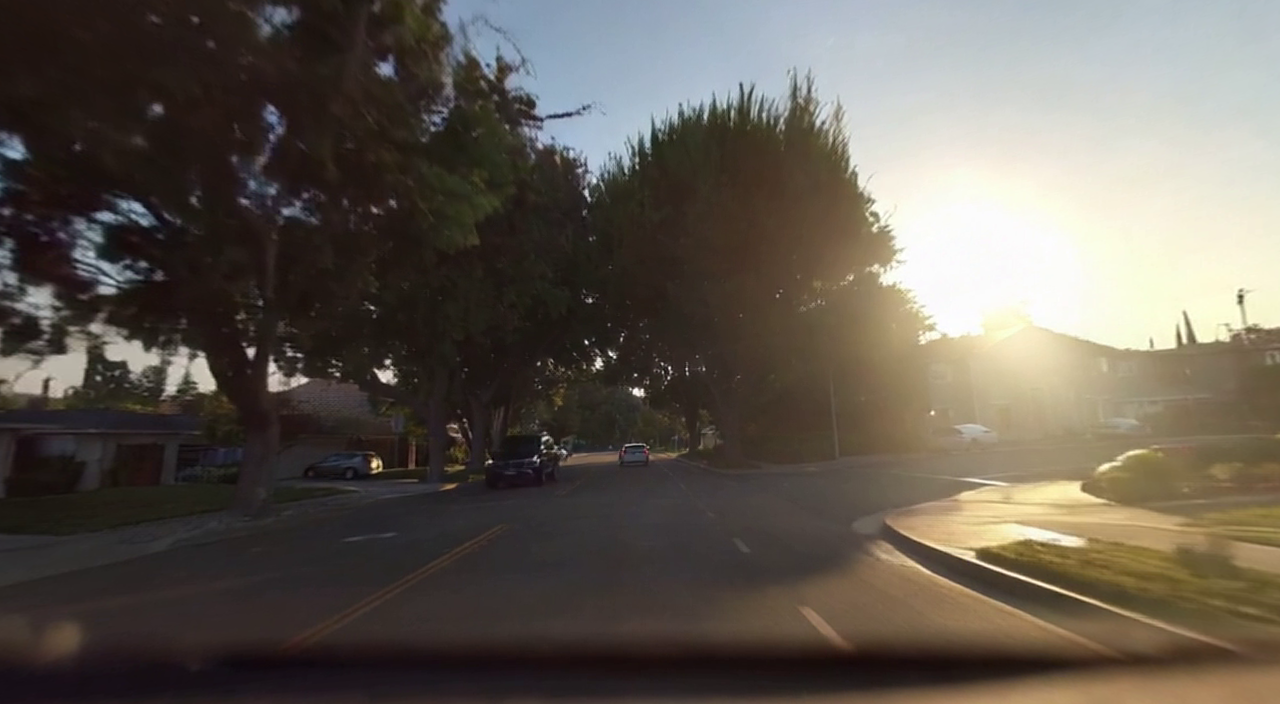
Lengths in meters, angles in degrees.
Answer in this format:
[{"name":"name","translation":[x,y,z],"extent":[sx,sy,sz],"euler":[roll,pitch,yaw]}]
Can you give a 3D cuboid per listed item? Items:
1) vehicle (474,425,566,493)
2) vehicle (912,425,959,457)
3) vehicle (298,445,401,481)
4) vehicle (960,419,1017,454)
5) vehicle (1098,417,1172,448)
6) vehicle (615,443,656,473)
[{"name":"vehicle","translation":[-4.432,4.064,24.296],"extent":[2.451,2.182,5.485],"euler":[-3,-9,0]},{"name":"vehicle","translation":[16.936,5.077,36.405],"extent":[1.979,1.434,4.607],"euler":[-7,-7,21]},{"name":"vehicle","translation":[-14.972,5.715,32.717],"extent":[4.223,1.753,2.134],"euler":[-1,-9,6]},{"name":"vehicle","translation":[19.540,4.716,35.597],"extent":[2.114,1.677,4.707],"euler":[-4,-6,22]},{"name":"vehicle","translation":[25.370,4.107,32.528],"extent":[1.603,1.430,3.662],"euler":[-3,-5,15]},{"name":"vehicle","translation":[-0.248,5.798,34.752],"extent":[2.098,1.483,4.099],"euler":[0,-9,0]}]
